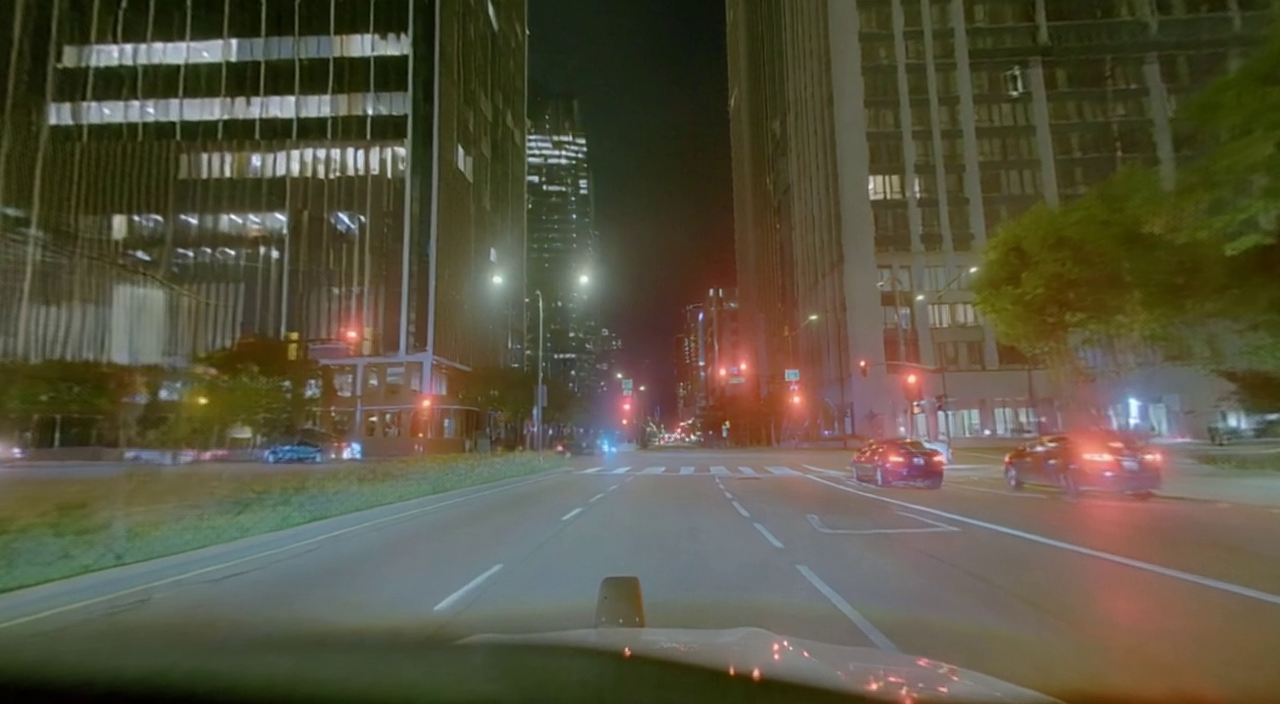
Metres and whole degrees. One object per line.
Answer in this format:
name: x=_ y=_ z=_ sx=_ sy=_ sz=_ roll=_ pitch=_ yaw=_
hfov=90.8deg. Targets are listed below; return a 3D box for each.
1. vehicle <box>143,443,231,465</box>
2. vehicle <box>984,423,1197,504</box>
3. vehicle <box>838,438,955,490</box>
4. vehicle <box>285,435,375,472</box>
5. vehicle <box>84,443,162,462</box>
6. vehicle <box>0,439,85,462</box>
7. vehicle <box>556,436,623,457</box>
vehicle: x=-30.634 y=6.898 z=42.793 sx=4.503 sy=1.475 sz=1.789 roll=0 pitch=-9 yaw=0
vehicle: x=11.529 y=2.883 z=16.757 sx=2.027 sy=1.810 sz=4.854 roll=0 pitch=-9 yaw=0
vehicle: x=8.175 y=3.605 z=20.715 sx=1.936 sy=1.489 sz=4.885 roll=-1 pitch=-9 yaw=2
vehicle: x=-17.173 y=5.587 z=34.964 sx=4.779 sy=1.910 sz=2.125 roll=-5 pitch=-10 yaw=30
vehicle: x=-39.990 y=7.777 z=48.918 sx=4.379 sy=1.444 sz=1.781 roll=0 pitch=-9 yaw=-1
vehicle: x=-46.094 y=7.588 z=48.686 sx=4.651 sy=1.737 sz=2.062 roll=0 pitch=-8 yaw=1
vehicle: x=-3.690 y=6.952 z=46.412 sx=4.762 sy=1.420 sz=1.814 roll=0 pitch=-9 yaw=1
